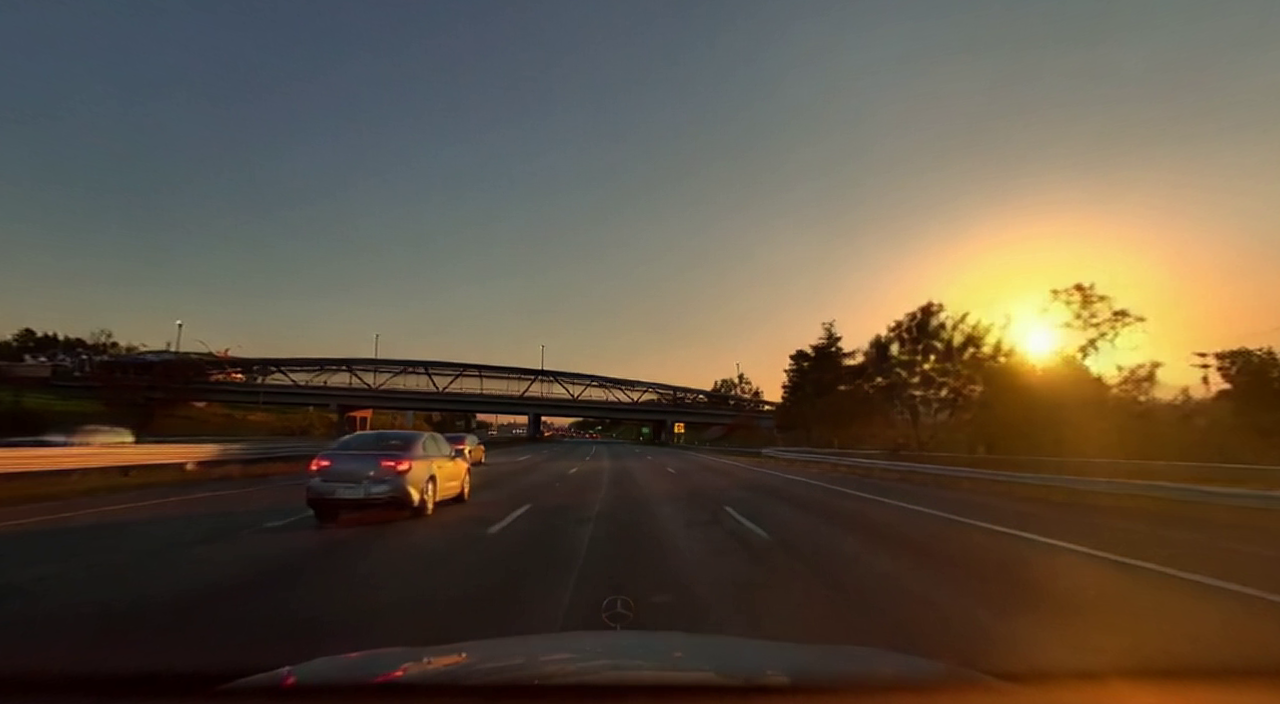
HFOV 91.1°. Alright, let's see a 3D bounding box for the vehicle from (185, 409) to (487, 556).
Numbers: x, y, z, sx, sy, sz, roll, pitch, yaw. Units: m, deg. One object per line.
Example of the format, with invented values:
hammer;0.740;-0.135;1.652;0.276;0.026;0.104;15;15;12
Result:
vehicle;-3.949;1.774;9.420;2.123;1.601;4.887;0;-8;-1
